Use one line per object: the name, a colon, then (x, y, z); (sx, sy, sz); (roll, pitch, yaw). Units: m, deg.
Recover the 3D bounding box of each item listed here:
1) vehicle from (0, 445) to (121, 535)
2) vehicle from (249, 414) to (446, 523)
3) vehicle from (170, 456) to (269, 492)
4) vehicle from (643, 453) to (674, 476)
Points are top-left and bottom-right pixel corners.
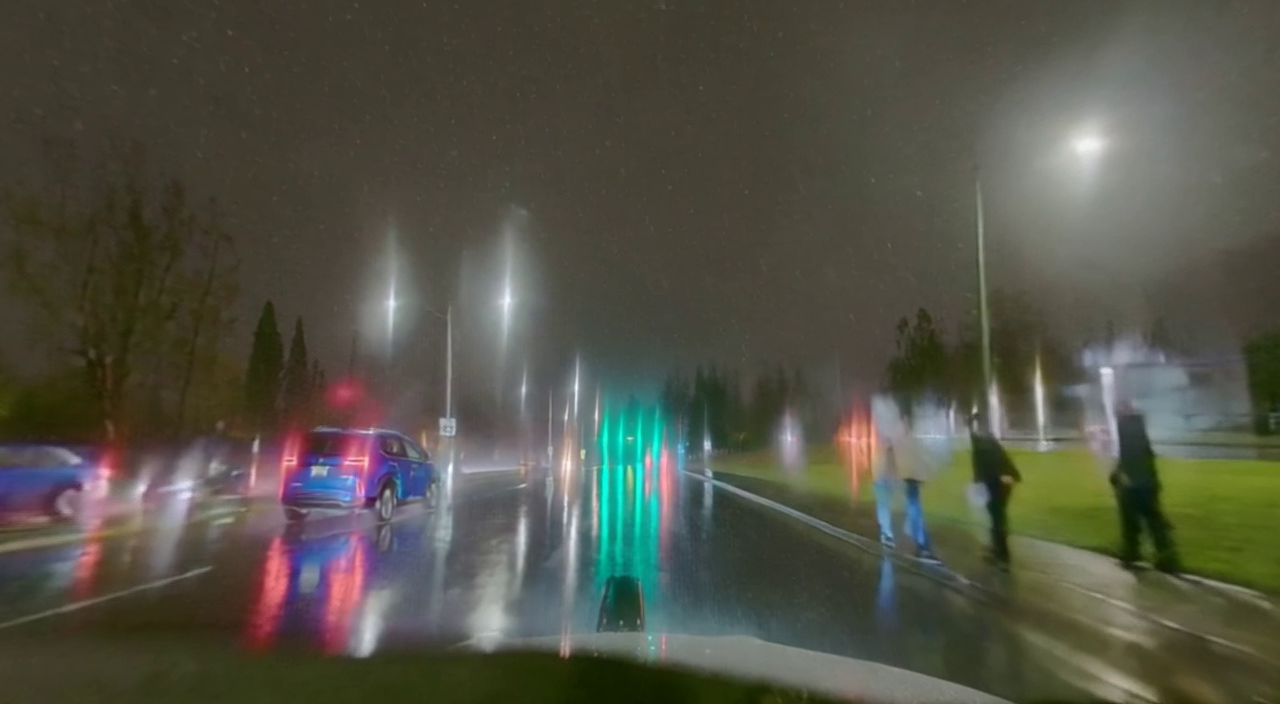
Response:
vehicle: (-12.051, 2.396, 10.925); (2.064, 1.515, 5.056); (0, -8, -4)
vehicle: (-5.834, 2.377, 13.322); (2.027, 1.908, 4.273); (0, -8, 1)
vehicle: (-21.562, 6.234, 32.569); (1.981, 1.650, 4.491); (0, -8, 1)
vehicle: (1.285, 7.980, 44.908); (2.091, 1.494, 3.962); (0, -8, 0)
